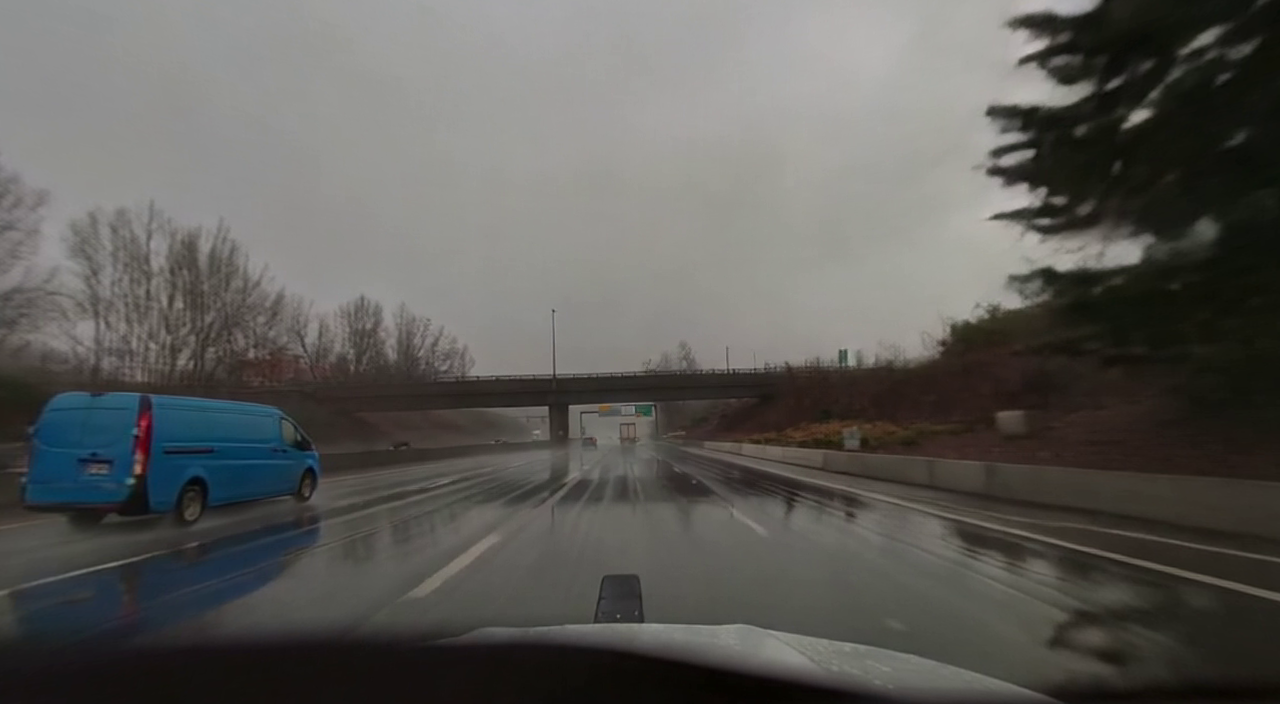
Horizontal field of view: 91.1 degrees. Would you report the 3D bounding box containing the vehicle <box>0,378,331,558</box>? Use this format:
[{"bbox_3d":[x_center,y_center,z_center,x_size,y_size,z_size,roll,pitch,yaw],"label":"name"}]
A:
[{"bbox_3d":[-7.163,1.640,9.707,2.150,1.996,5.341,0,-8,-2],"label":"vehicle"}]
